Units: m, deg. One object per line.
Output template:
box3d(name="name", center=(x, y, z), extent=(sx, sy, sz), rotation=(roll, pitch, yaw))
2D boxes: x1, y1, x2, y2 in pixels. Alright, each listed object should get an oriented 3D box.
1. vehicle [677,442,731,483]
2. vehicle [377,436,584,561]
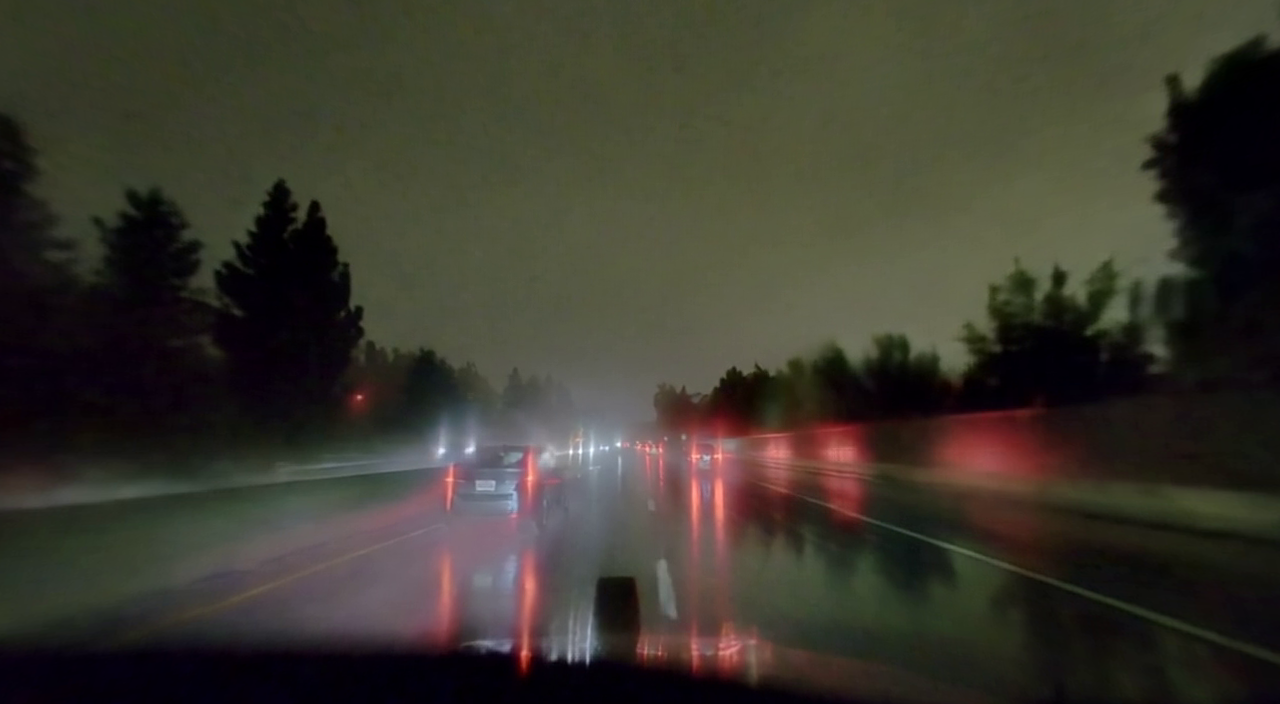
box3d(name="vehicle", center=(2.633, 4.650, 26.594), extent=(1.910, 1.554, 3.718), rotation=(0, -9, 1))
box3d(name="vehicle", center=(-2.103, 2.084, 9.656), extent=(2.013, 1.479, 4.169), rotation=(0, -9, 1))
